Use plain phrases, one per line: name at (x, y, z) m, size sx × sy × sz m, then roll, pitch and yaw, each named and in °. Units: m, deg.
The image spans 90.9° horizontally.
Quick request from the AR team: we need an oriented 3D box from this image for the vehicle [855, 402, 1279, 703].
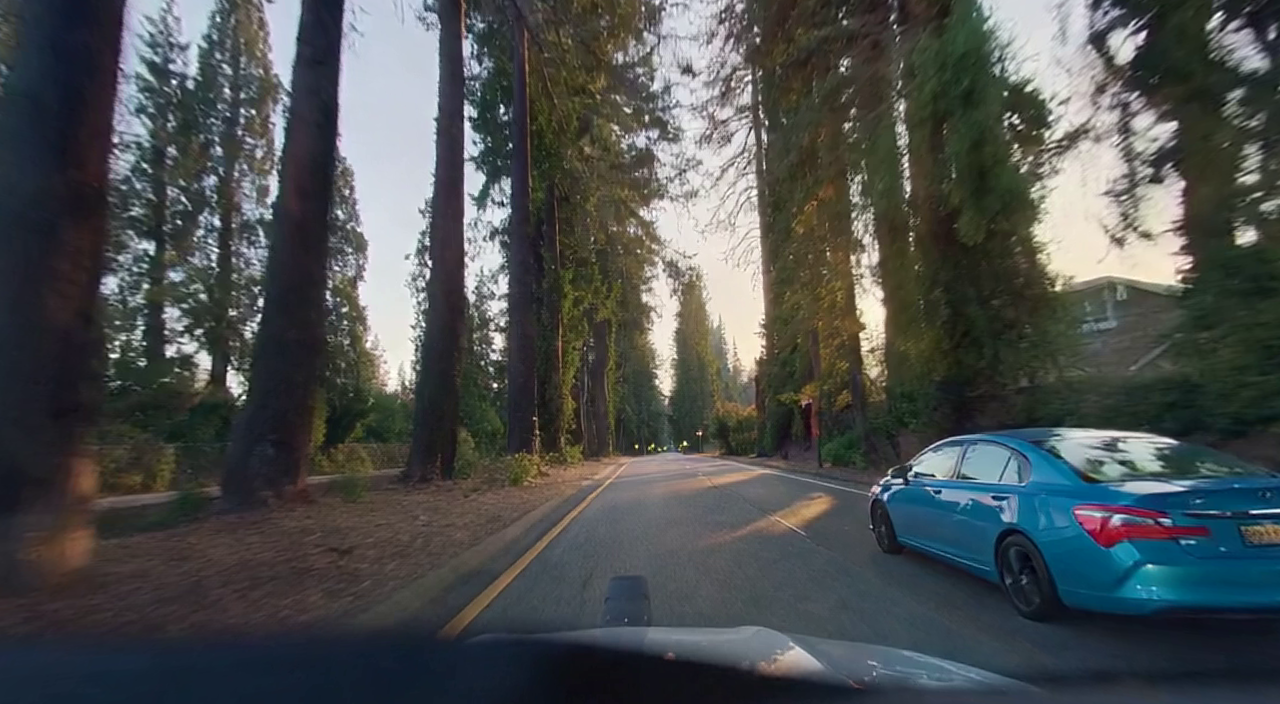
vehicle at (3.790, 1.352, 5.551) m, size 2.061 × 1.503 × 4.823 m, roll 0°, pitch -8°, yaw 0°
